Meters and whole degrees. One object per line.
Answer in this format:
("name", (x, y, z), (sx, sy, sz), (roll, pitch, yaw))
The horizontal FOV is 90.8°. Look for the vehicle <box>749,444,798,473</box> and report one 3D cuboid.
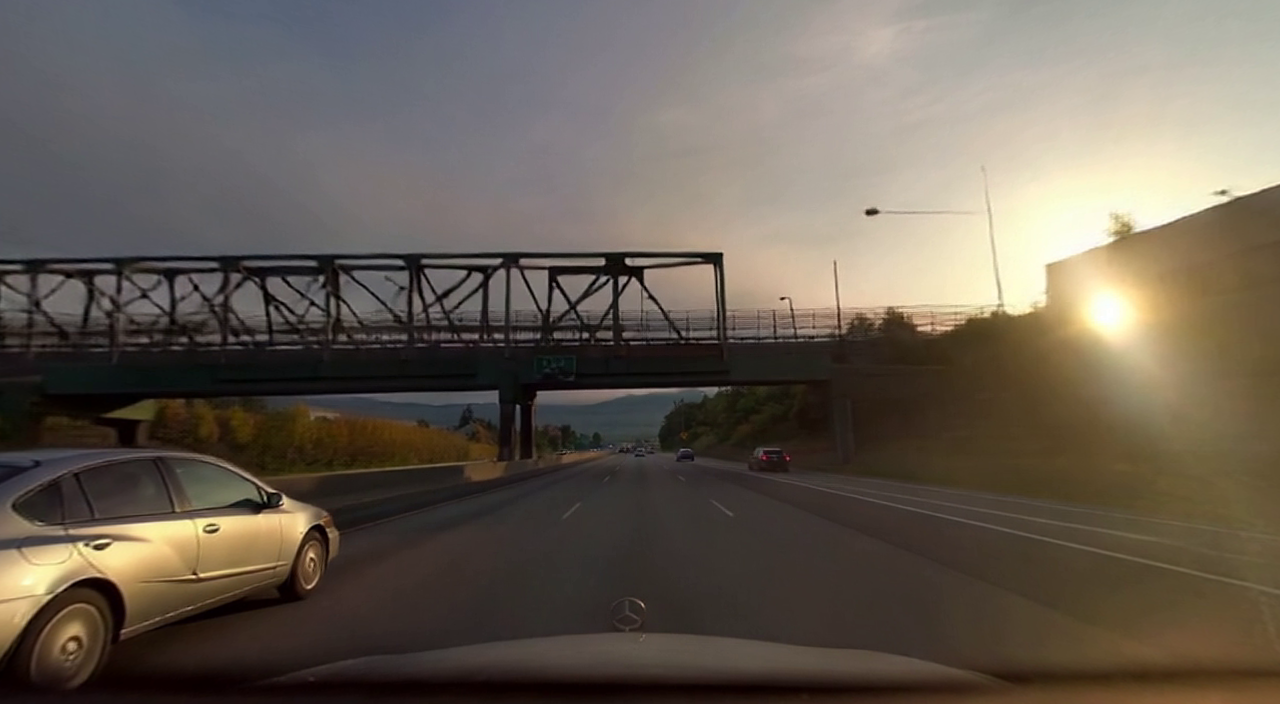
("vehicle", (7.631, 6.111, 36.394), (1.923, 1.516, 3.815), (0, -9, -1))
